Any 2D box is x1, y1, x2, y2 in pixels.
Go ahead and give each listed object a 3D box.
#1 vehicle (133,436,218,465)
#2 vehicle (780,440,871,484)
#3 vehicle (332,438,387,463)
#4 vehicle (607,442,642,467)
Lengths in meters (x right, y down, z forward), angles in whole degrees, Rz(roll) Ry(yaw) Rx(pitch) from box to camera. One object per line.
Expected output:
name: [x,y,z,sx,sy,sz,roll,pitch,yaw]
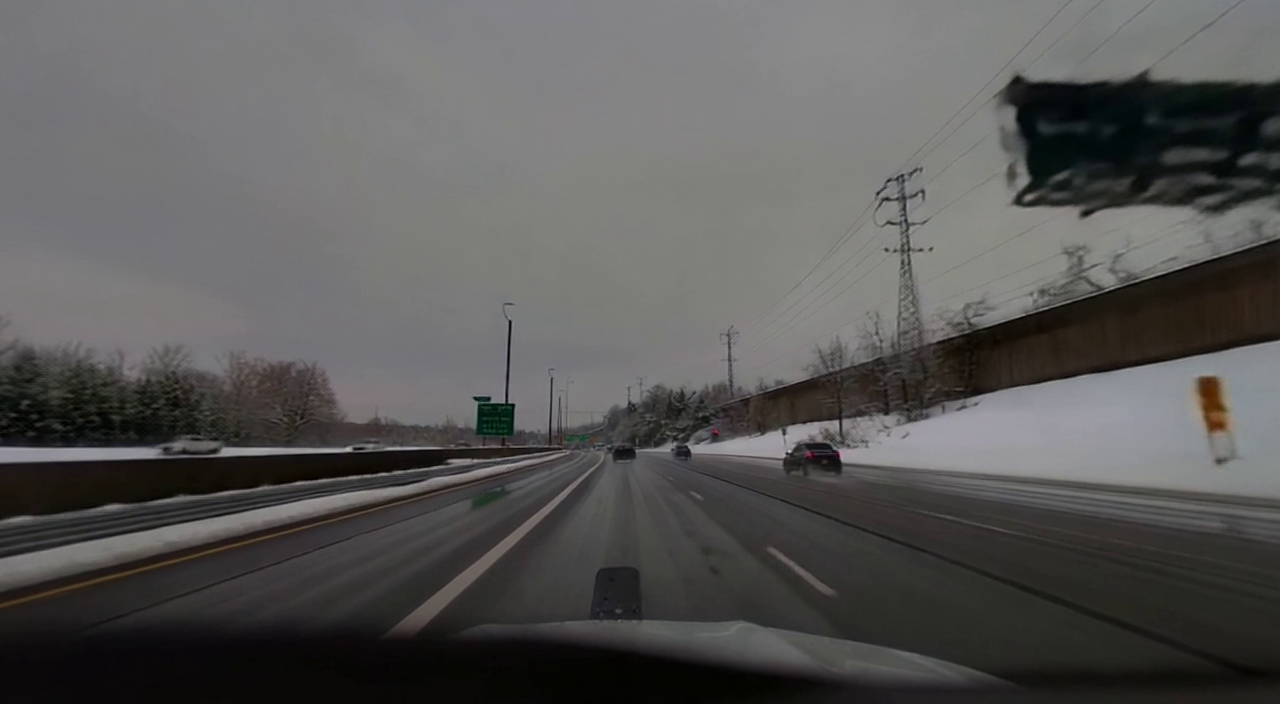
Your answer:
vehicle: [-32.280,6.846,44.211,2.028,1.866,5.383,0,-8,-3]
vehicle: [6.687,4.008,23.332,1.876,1.451,4.154,0,-8,-3]
vehicle: [-21.871,7.699,49.613,2.115,1.861,5.374,0,-8,-3]
vehicle: [-1.080,6.674,41.358,2.109,1.489,4.027,0,-8,-4]
